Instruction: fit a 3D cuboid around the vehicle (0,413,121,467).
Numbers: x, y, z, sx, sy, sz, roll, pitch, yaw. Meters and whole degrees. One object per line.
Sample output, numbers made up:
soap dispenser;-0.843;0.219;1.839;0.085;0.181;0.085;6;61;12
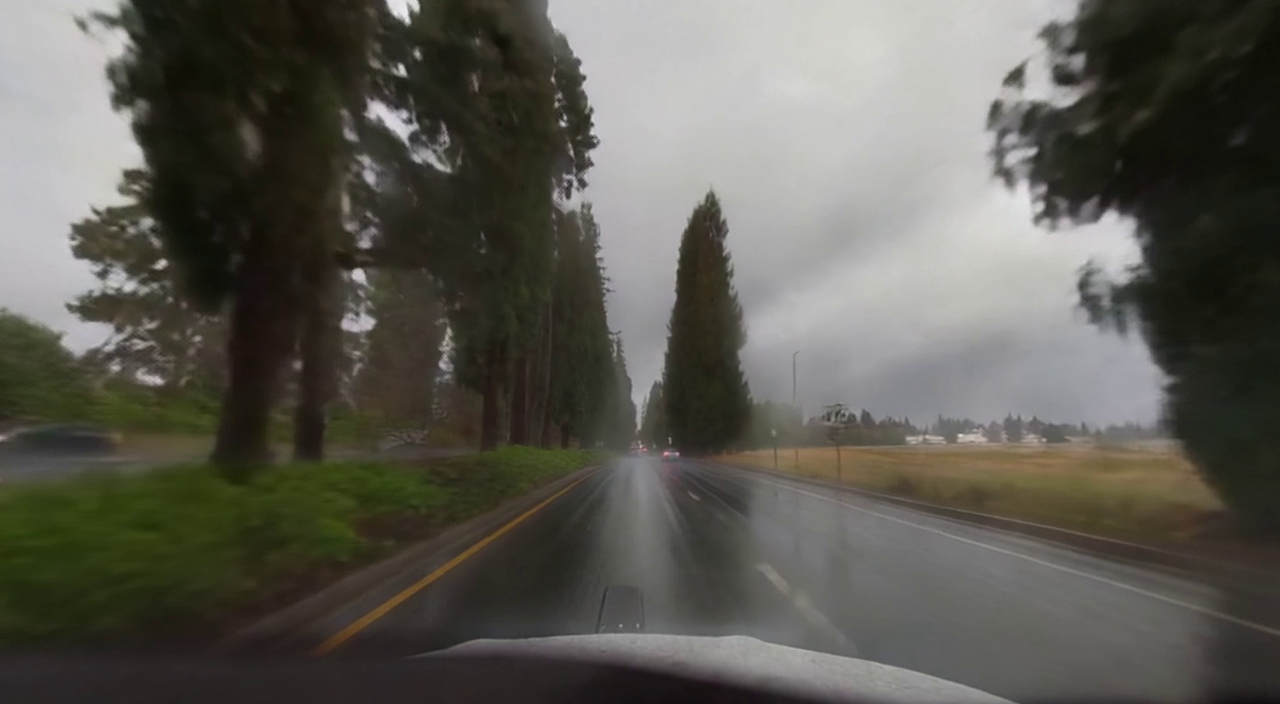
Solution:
vehicle;-22.203;3.259;23.226;2.055;1.776;4.879;0;-8;0
